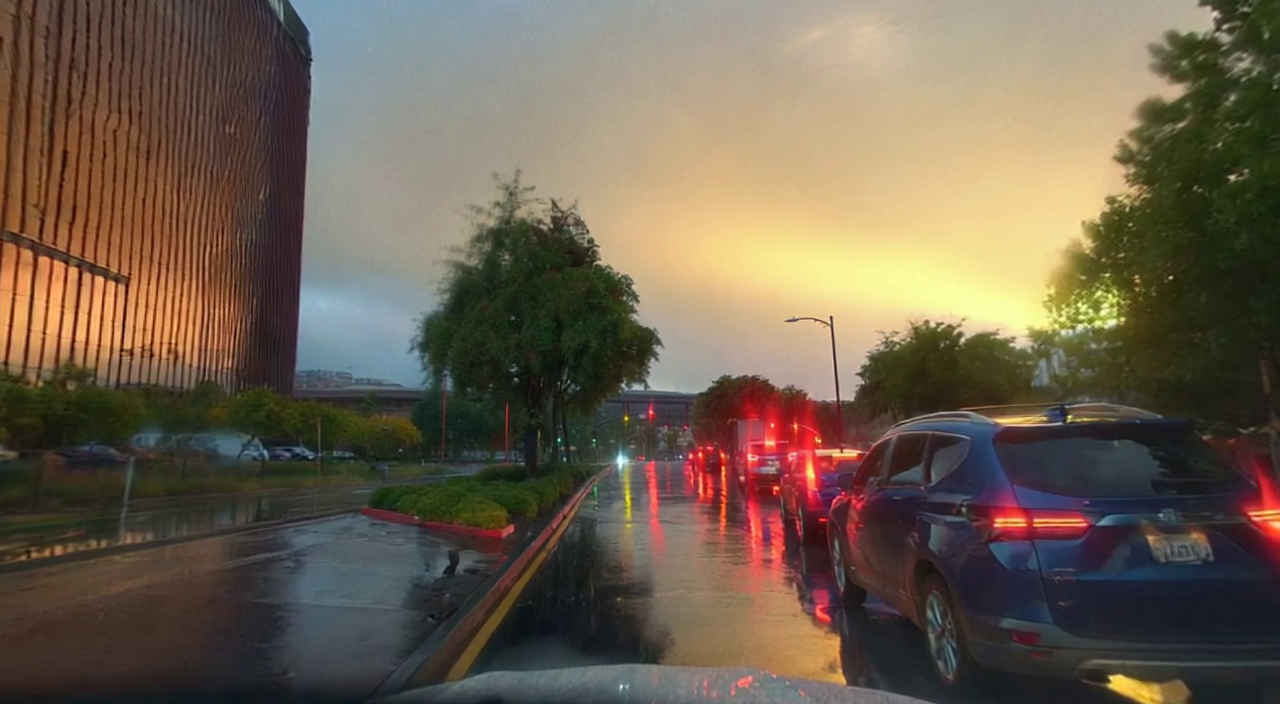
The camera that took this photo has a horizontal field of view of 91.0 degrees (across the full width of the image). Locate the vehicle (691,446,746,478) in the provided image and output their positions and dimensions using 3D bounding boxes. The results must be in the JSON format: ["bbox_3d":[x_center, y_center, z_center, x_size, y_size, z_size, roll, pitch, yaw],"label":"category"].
[{"bbox_3d":[3.951,5.615,32.486,2.183,1.553,3.923,0,-9,-2],"label":"vehicle"}]

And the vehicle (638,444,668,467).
[{"bbox_3d":[1.061,8.170,49.768,2.121,1.728,4.161,-1,-9,5],"label":"vehicle"}]

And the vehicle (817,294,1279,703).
[{"bbox_3d":[2.428,1.044,3.742,2.092,1.703,4.870,-1,-9,10],"label":"vehicle"}]
